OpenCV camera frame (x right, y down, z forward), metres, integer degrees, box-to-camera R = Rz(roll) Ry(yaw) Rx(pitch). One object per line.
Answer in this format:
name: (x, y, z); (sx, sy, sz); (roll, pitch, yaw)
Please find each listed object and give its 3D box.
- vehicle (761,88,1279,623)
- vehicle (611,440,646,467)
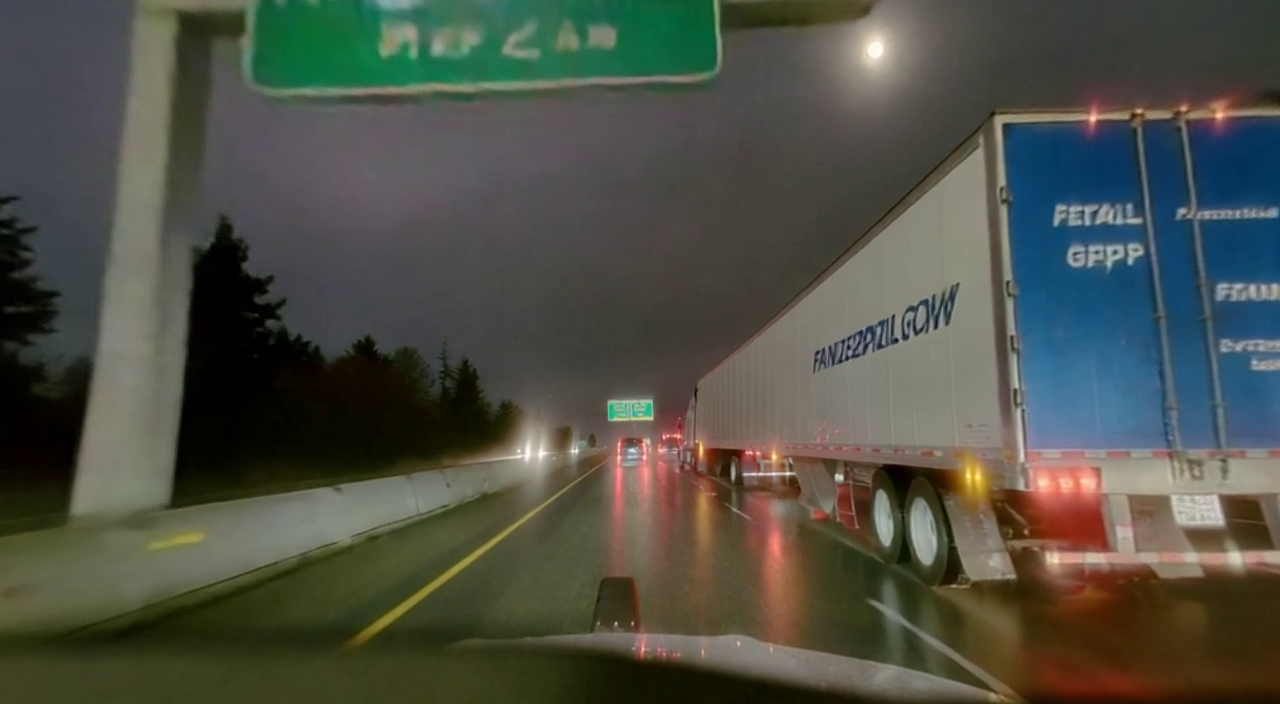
vehicle: (4.236, 0.531, 9.276); (2.853, 4.086, 9.078); (0, -8, -1)
vehicle: (-0.674, 5.935, 36.989); (1.943, 1.491, 3.459); (0, -8, -1)
